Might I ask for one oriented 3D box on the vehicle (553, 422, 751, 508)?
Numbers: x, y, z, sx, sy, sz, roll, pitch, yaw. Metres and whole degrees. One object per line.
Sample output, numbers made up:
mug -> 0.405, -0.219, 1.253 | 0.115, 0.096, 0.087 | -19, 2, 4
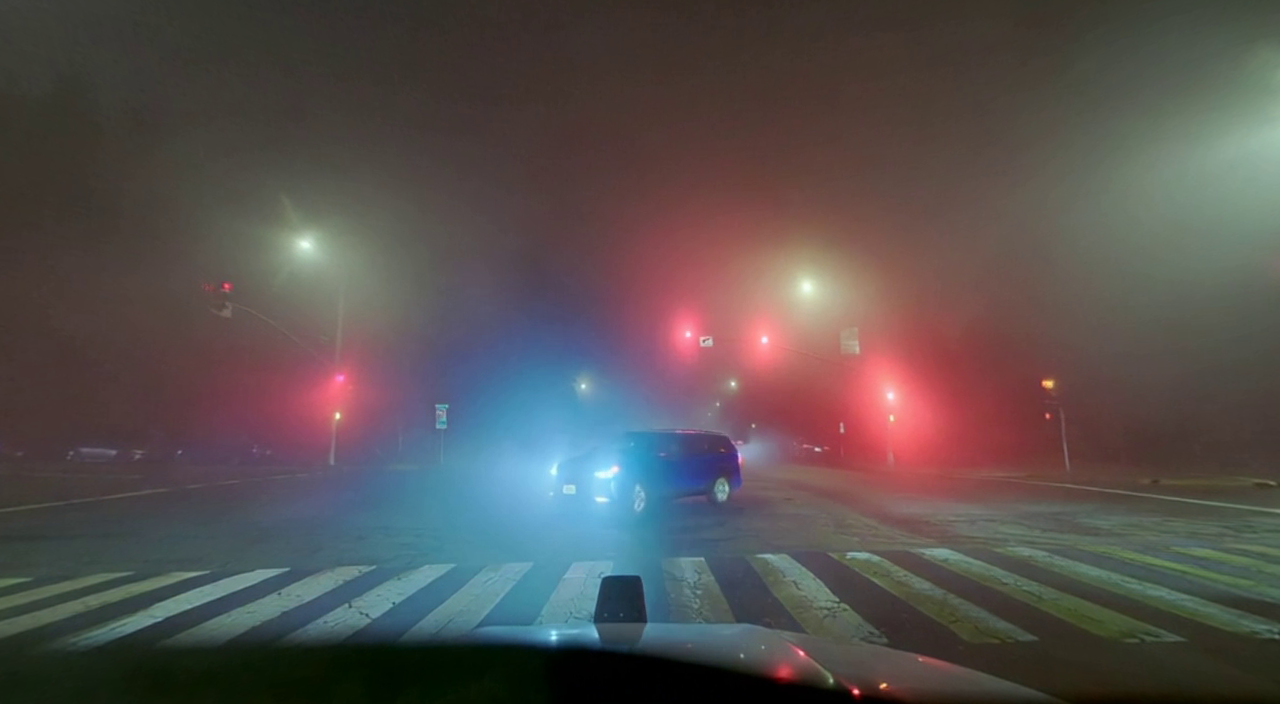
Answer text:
vehicle -> 0.411, 2.672, 15.310 | 4.580, 1.768, 2.134 | 7, -11, -42

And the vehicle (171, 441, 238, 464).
vehicle -> -29.096, 6.701, 42.052 | 1.696, 1.431, 3.686 | -1, -8, 3
